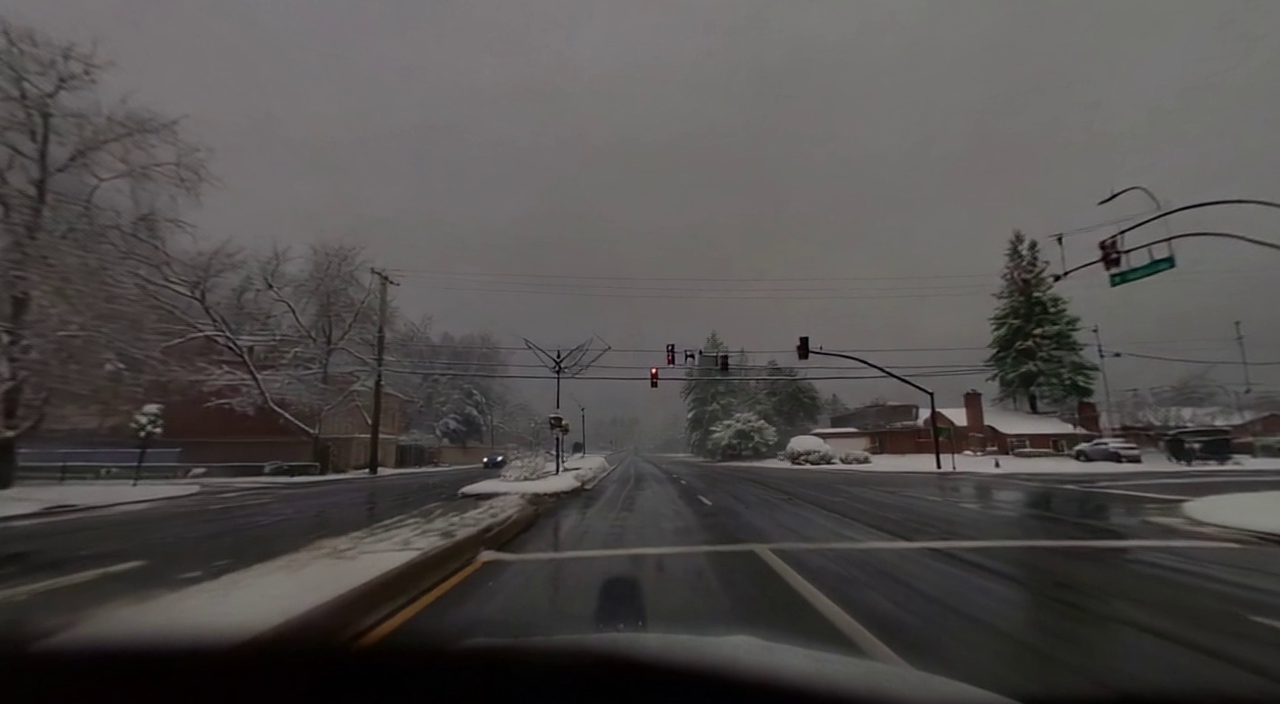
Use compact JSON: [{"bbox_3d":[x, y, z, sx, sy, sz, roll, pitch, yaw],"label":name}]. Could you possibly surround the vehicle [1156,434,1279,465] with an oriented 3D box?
[{"bbox_3d":[26.126,4.417,28.579,1.624,1.311,4.222,0,-8,0],"label":"vehicle"}]
